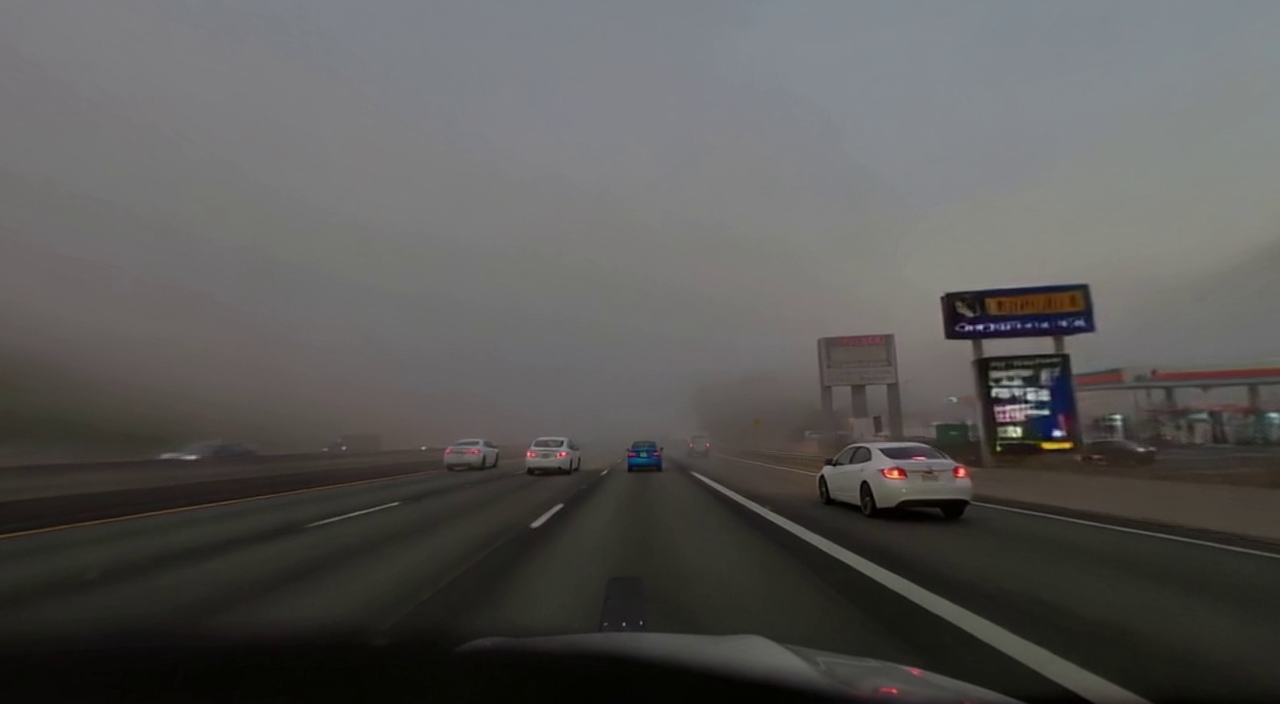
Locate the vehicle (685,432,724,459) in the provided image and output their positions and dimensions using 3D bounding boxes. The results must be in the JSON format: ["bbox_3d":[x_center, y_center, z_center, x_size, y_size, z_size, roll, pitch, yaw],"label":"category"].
[{"bbox_3d":[4.490,6.608,44.626,2.261,1.781,4.709,0,-8,-1],"label":"vehicle"}]

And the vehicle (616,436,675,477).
[{"bbox_3d":[0.196,4.036,24.626,2.113,1.464,4.073,0,-8,0],"label":"vehicle"}]

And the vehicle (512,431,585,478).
[{"bbox_3d":[-3.401,3.923,24.416,1.927,1.586,5.142,0,-8,2],"label":"vehicle"}]

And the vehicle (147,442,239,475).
[{"bbox_3d":[-21.369,5.074,30.315,1.747,1.443,3.579,0,-8,0],"label":"vehicle"}]

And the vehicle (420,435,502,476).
[{"bbox_3d":[-7.120,4.158,25.636,1.932,1.497,4.458,0,-8,1],"label":"vehicle"}]

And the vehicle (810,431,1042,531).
[{"bbox_3d":[4.791,2.204,11.452,2.030,1.442,4.358,0,-8,-2],"label":"vehicle"}]
